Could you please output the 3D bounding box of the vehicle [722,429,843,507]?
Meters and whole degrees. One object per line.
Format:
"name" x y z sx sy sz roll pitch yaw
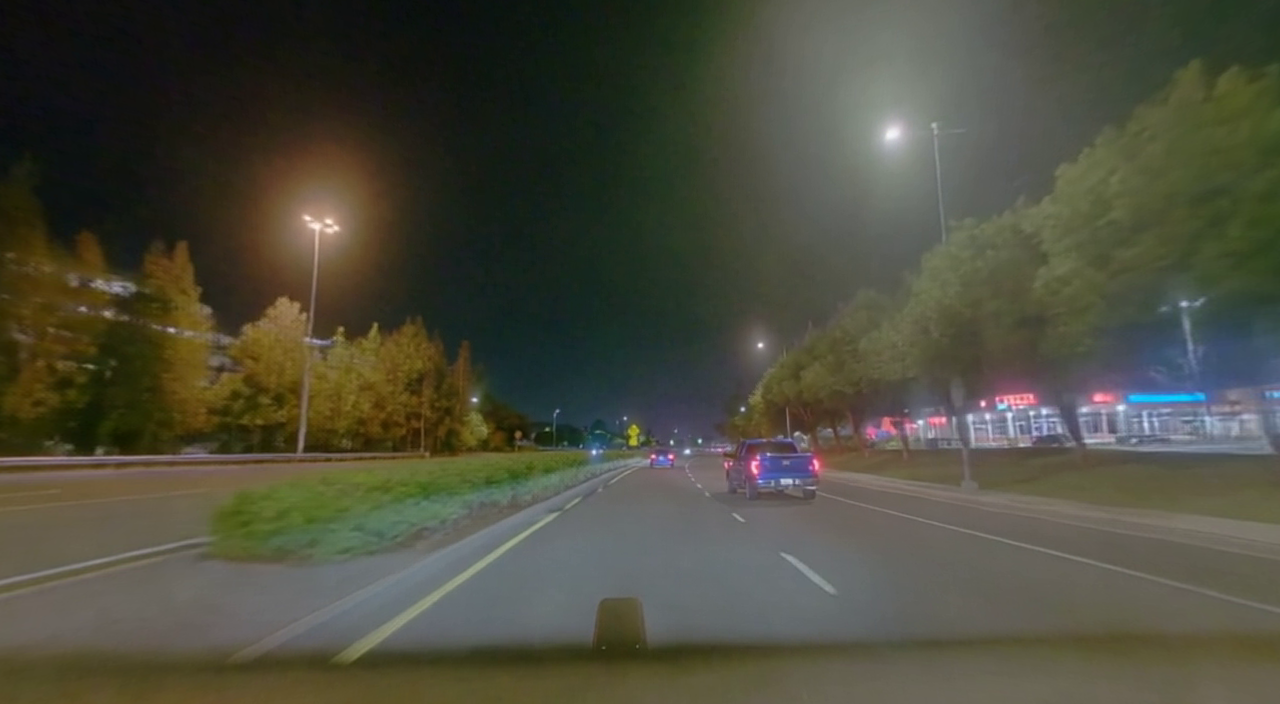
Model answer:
"vehicle" 3.948 3.354 18.725 2.367 1.919 5.651 1 -9 1

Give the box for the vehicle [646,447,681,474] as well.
"vehicle" 1.430 6.449 37.705 1.968 1.521 4.262 0 -9 2
